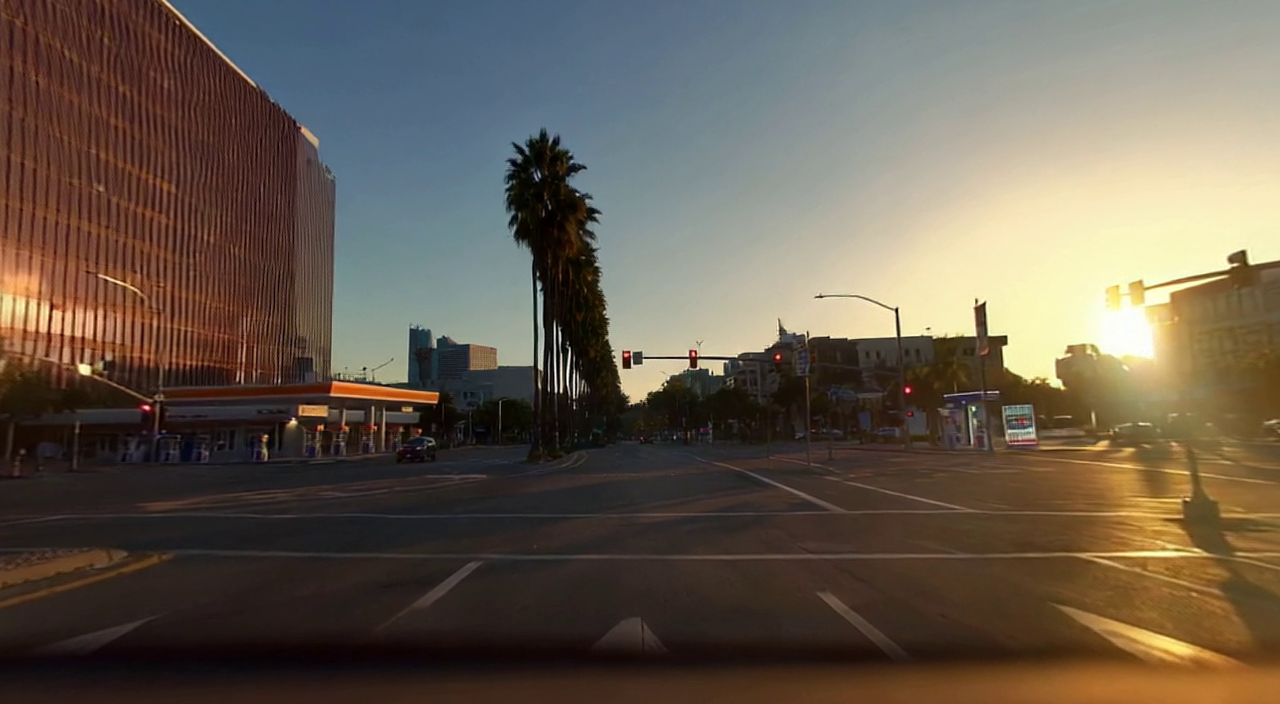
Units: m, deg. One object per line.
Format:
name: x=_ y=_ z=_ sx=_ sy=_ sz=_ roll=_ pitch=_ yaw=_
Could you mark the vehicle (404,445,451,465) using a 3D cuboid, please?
vehicle: x=-16.380 y=7.966 z=48.853 sx=2.033 sy=1.467 sz=4.504 roll=0 pitch=-8 yaw=1
